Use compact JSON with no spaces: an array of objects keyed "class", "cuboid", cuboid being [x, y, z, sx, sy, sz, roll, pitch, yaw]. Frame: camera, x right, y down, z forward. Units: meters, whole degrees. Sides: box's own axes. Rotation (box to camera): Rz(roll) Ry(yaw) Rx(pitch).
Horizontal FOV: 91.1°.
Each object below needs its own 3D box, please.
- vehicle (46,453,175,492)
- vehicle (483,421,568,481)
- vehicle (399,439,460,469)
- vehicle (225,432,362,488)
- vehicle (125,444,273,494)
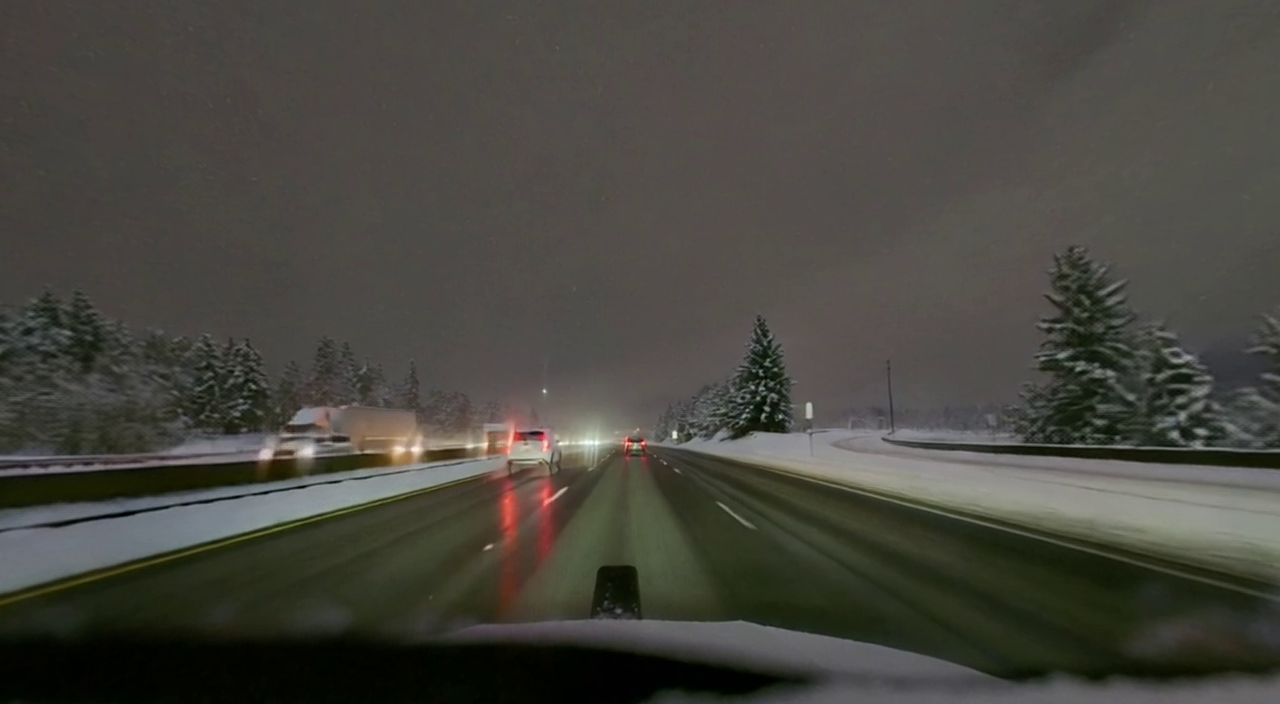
[{"class":"vehicle","cuboid":[-23.330,5.289,27.939,1.978,1.503,4.234,-1,-8,1]},{"class":"vehicle","cuboid":[-3.924,3.478,22.453,2.115,1.887,4.721,0,-8,0]},{"class":"vehicle","cuboid":[-11.495,5.575,34.564,1.888,1.538,4.057,0,-8,1]},{"class":"vehicle","cuboid":[-11.374,3.554,21.113,1.985,1.646,4.612,0,-8,0]},{"class":"vehicle","cuboid":[-15.613,4.127,22.644,2.020,1.514,4.549,0,-8,0]}]
